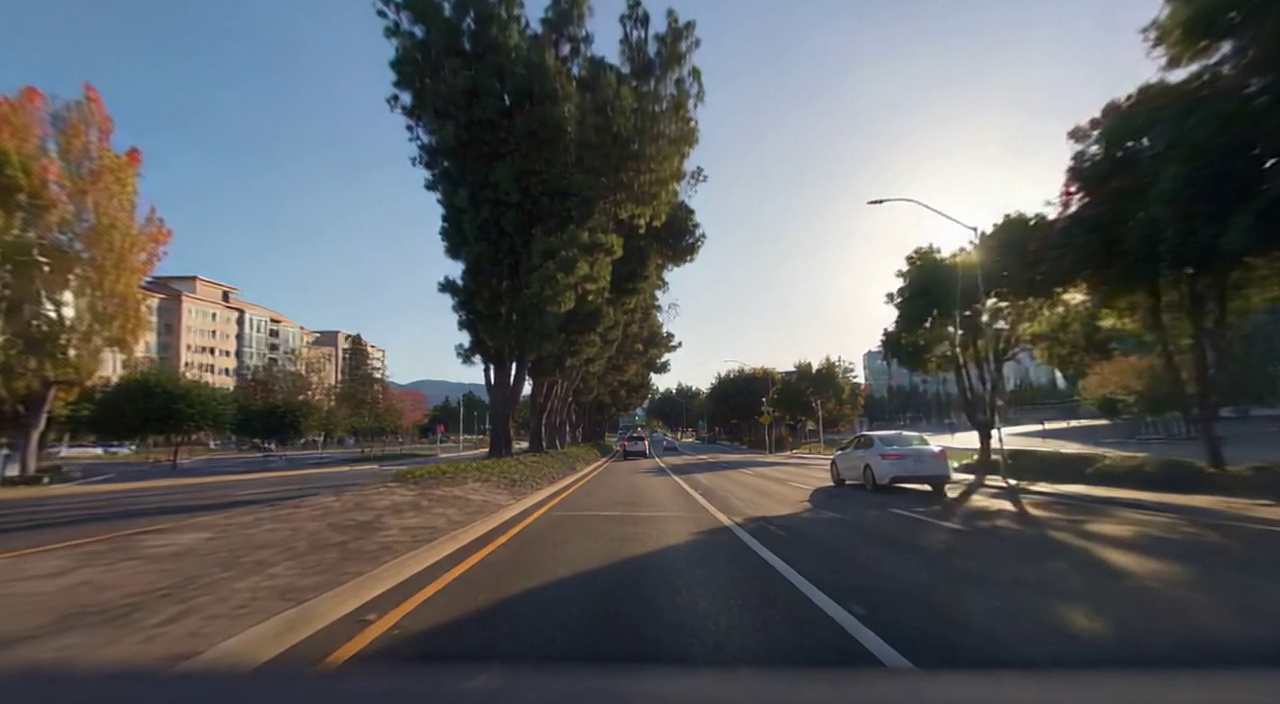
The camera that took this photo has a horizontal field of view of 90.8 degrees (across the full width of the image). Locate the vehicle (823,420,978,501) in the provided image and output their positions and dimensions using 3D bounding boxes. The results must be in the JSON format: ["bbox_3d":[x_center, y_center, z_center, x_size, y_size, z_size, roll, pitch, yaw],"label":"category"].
[{"bbox_3d":[6.580,2.801,16.658,2.026,1.804,4.565,0,-8,-1],"label":"vehicle"}]

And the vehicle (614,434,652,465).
[{"bbox_3d":[-0.374,5.999,38.928,2.193,1.794,4.457,0,-8,0],"label":"vehicle"}]
